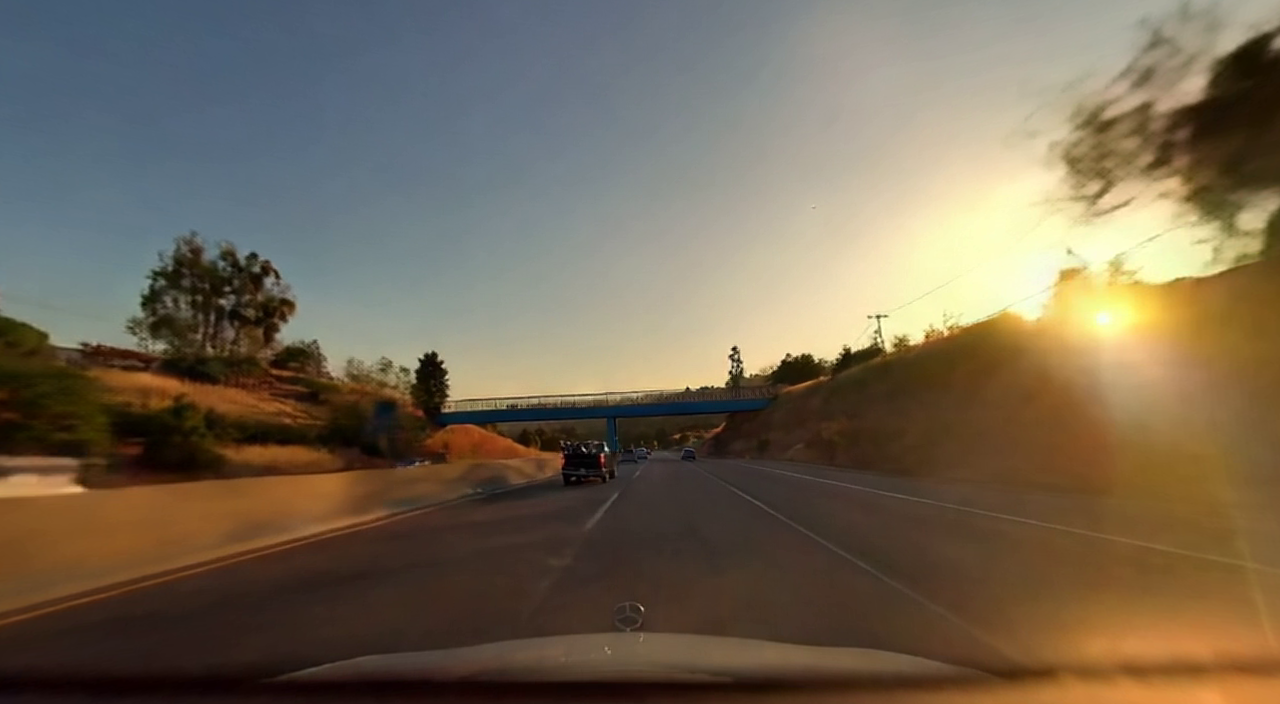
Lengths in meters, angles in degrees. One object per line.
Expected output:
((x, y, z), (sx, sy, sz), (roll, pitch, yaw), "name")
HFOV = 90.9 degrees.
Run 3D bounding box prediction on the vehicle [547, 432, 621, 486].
((-2.108, 4.293, 25.523), (2.369, 1.948, 5.343), (0, -9, 2), "vehicle")
